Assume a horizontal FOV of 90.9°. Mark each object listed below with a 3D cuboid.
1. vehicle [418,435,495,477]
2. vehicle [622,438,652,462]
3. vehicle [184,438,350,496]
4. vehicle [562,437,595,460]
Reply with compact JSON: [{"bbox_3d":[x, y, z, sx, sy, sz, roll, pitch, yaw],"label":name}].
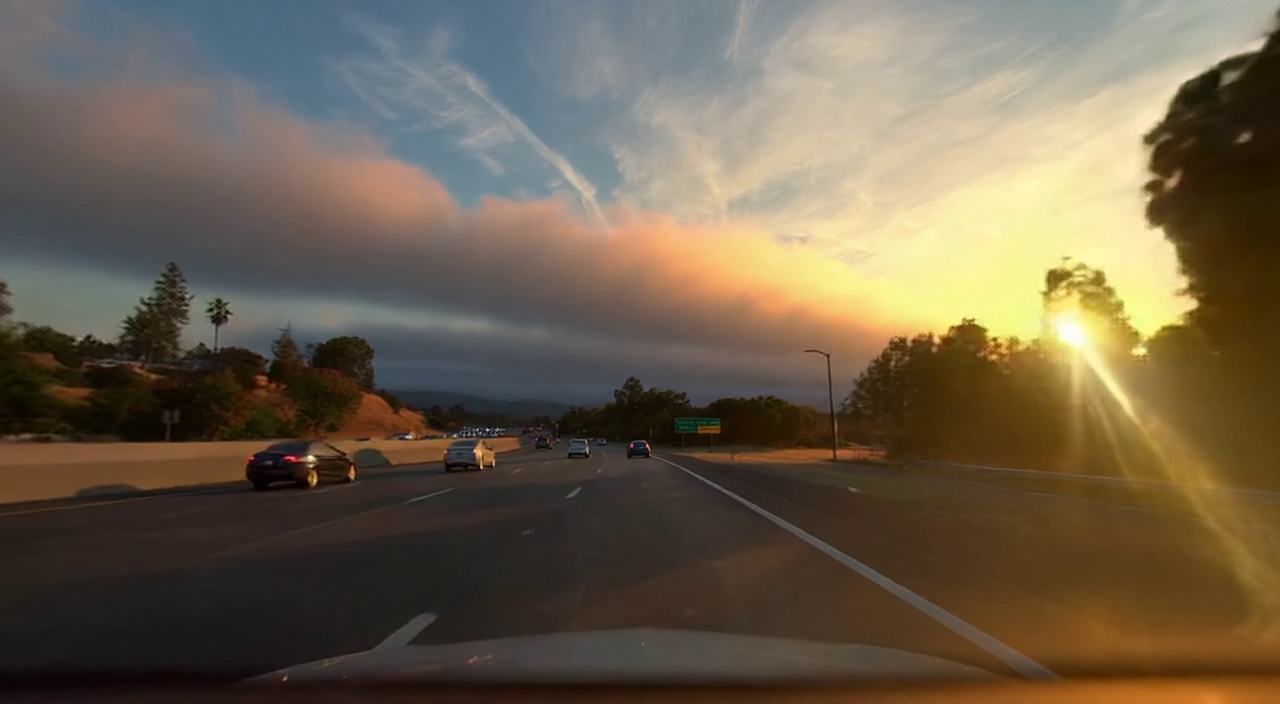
[{"bbox_3d":[-7.698,4.384,26.929,2.086,1.628,4.039,0,-8,0],"label":"vehicle"},{"bbox_3d":[-0.223,6.431,41.453,1.881,1.460,3.694,0,-8,-2],"label":"vehicle"},{"bbox_3d":[-10.724,3.308,18.710,1.935,1.474,5.033,0,-8,-1],"label":"vehicle"},{"bbox_3d":[-4.406,6.953,45.539,1.991,1.610,4.606,0,-8,-1],"label":"vehicle"}]
